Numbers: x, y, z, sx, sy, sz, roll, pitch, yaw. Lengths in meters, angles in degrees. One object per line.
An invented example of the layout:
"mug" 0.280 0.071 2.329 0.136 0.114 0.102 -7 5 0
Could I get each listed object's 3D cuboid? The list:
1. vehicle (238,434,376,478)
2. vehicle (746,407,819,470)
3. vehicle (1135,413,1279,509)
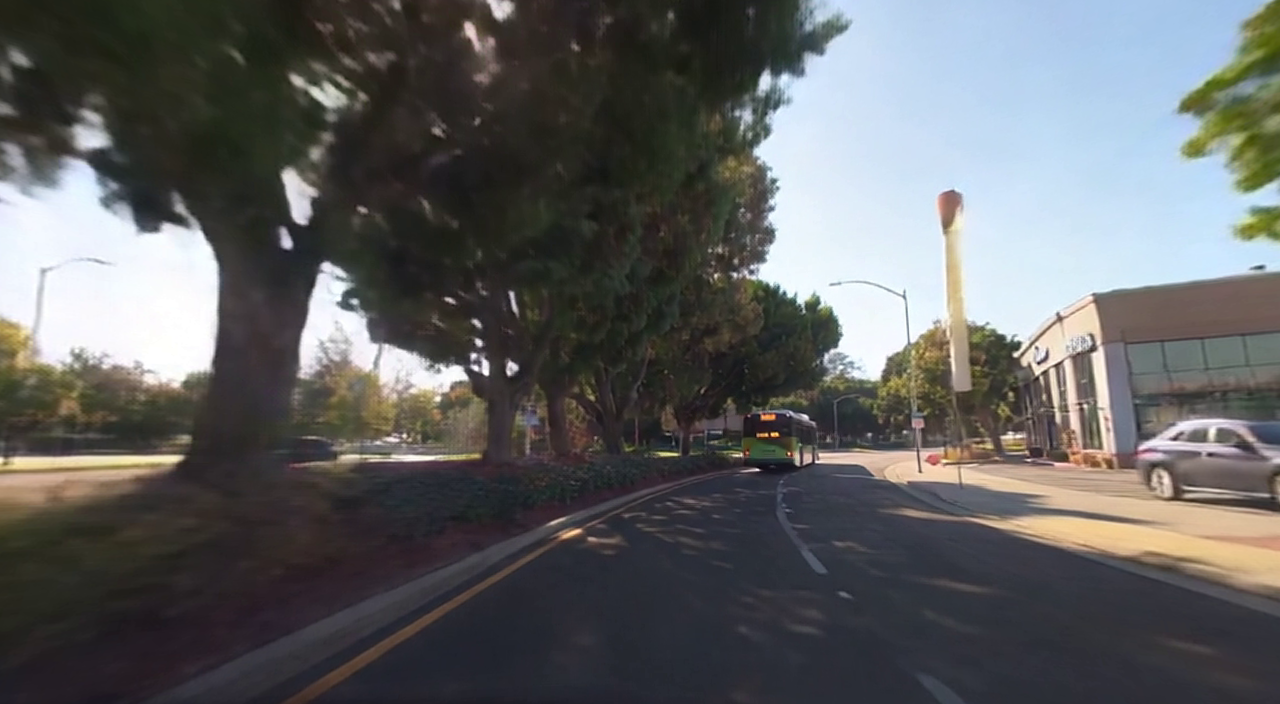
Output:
"vehicle" -12.582 3.977 24.143 1.887 1.494 4.443 -4 -10 21
"vehicle" 9.384 5.646 40.238 3.031 3.429 11.005 -3 -10 20
"vehicle" 14.753 2.331 13.581 5.856 1.945 2.183 -2 -9 13
